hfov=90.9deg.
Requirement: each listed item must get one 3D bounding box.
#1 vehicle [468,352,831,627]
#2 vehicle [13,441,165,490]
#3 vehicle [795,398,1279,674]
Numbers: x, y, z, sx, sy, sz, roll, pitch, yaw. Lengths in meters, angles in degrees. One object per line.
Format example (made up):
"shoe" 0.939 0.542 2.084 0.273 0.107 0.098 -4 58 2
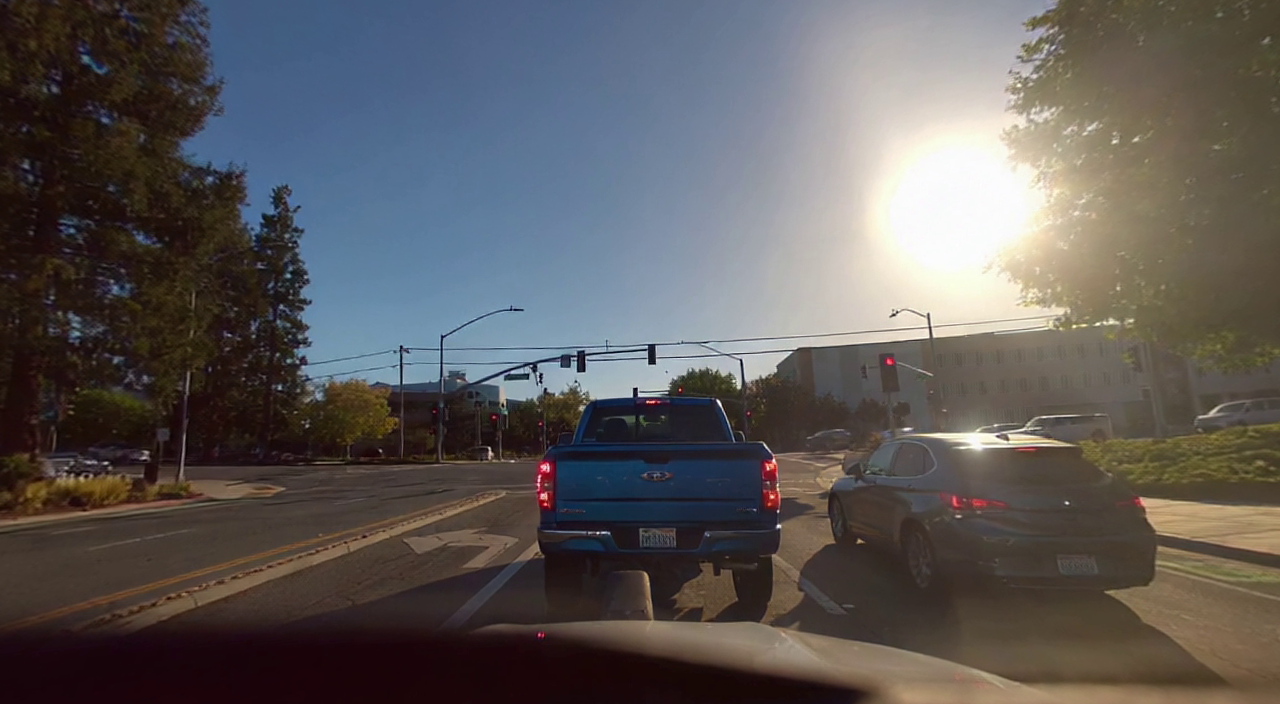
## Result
"vehicle" 0.094 1.394 7.408 2.636 2.011 5.425 0 -8 1
"vehicle" -21.745 4.459 25.197 2.062 1.764 4.508 0 -8 -2
"vehicle" 3.331 1.500 6.485 2.155 1.667 5.162 0 -8 0
